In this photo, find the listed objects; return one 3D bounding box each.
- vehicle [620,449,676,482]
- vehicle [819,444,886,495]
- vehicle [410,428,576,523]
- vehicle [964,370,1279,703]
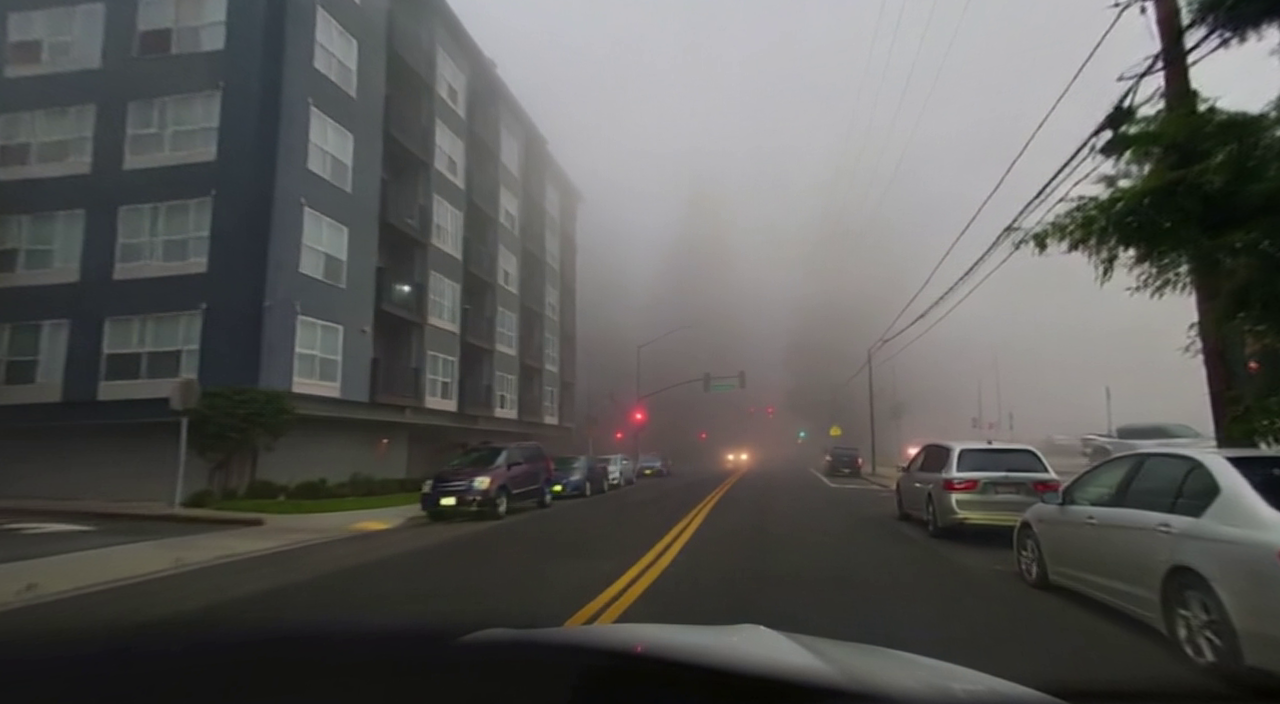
[{"bbox_3d":[0.465,5.543,31.206,1.934,1.484,4.630,-2,-9,11],"label":"vehicle"},{"bbox_3d":[8.575,4.702,25.897,2.034,1.689,4.978,-2,-6,12],"label":"vehicle"},{"bbox_3d":[-3.147,2.759,14.756,1.993,1.817,4.619,-2,-9,11],"label":"vehicle"},{"bbox_3d":[4.244,1.203,4.569,2.153,1.685,4.586,-2,-9,12],"label":"vehicle"}]
